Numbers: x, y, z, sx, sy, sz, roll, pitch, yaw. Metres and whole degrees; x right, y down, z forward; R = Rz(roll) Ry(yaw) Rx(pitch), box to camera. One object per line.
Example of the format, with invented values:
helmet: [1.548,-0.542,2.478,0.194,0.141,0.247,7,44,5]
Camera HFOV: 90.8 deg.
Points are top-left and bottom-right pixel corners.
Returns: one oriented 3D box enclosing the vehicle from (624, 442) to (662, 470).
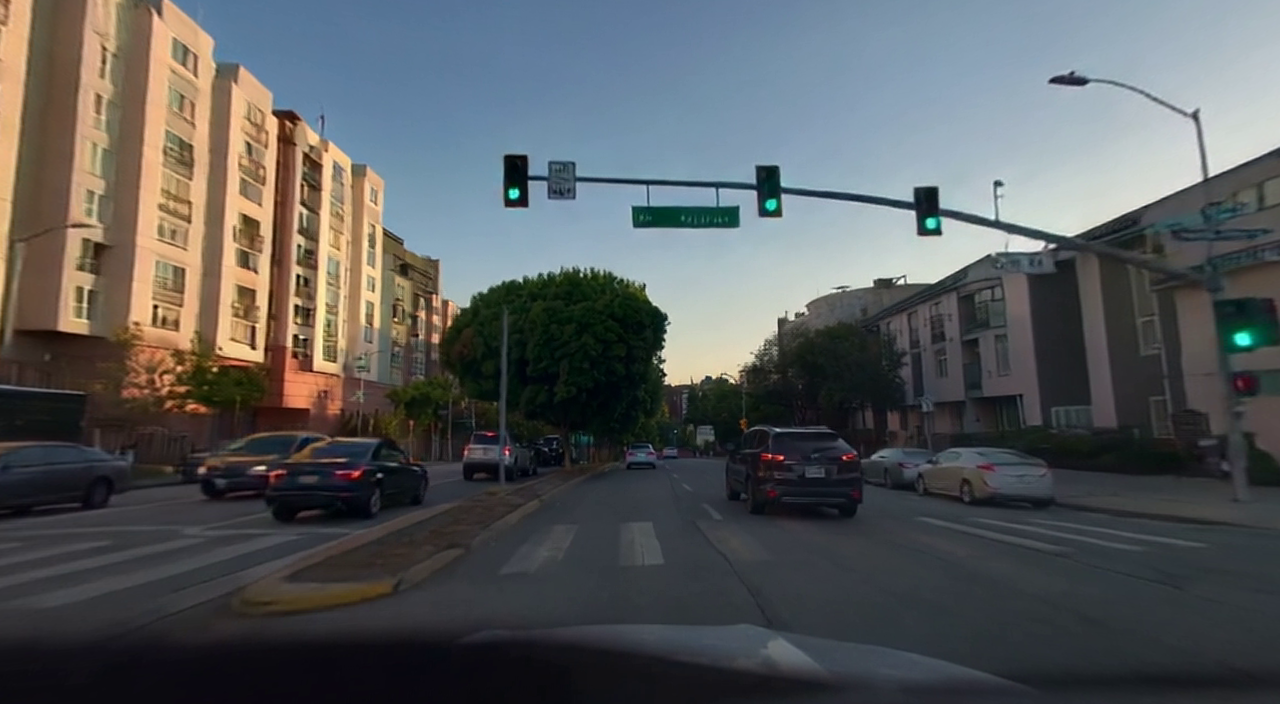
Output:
vehicle: [0.122,6.044,36.939,2.059,1.492,4.033,0,-8,-1]

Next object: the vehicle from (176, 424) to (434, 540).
vehicle: [-5.529,2.217,11.399,2.062,1.532,4.830,-2,-9,0]

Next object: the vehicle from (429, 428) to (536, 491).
vehicle: [-4.980,3.484,20.853,2.275,1.816,4.923,0,-8,0]

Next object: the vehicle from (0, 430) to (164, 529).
vehicle: [-11.732,2.303,11.657,2.001,1.638,4.980,0,-8,0]

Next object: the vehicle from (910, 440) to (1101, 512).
vehicle: [9.081,3.072,16.368,1.962,1.542,4.999,0,-8,0]

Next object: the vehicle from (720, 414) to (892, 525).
vehicle: [3.116,2.332,13.147,2.129,1.844,4.767,0,-8,-2]
